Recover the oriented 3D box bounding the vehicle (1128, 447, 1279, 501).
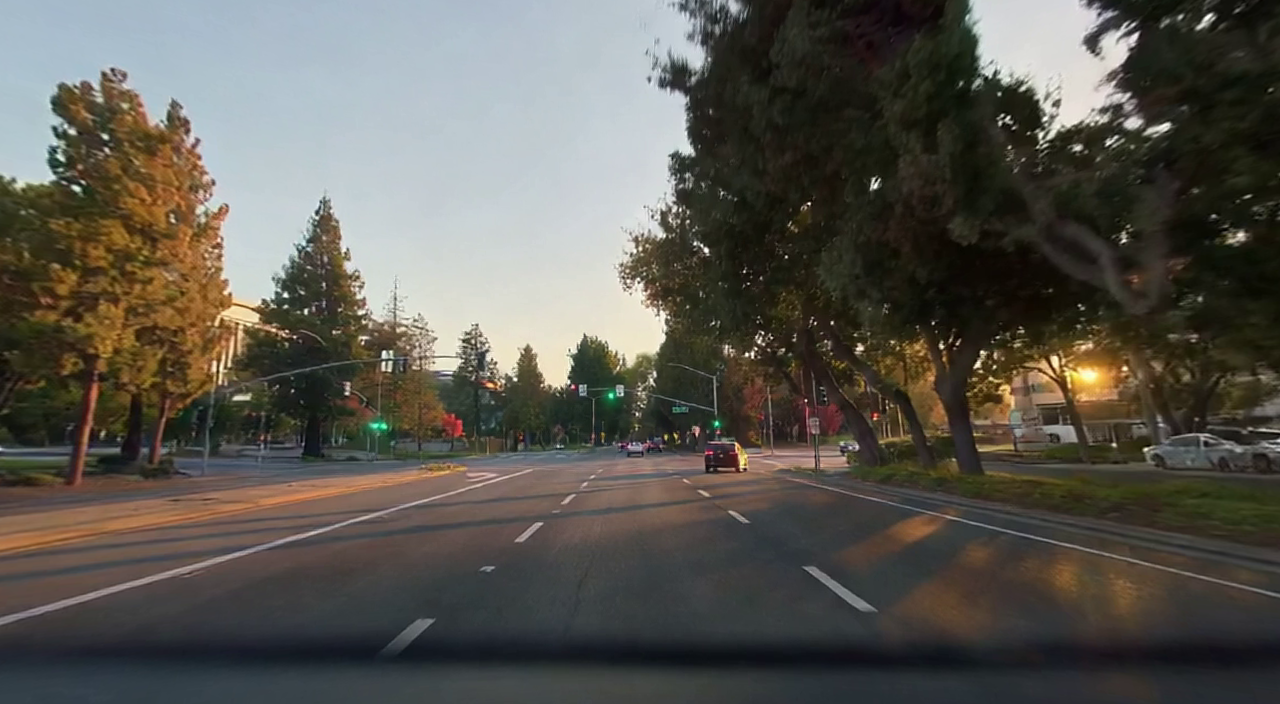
[{"bbox_3d":[16.332,3.411,17.940,3.631,1.372,1.825,-8,-12,43],"label":"vehicle"}]

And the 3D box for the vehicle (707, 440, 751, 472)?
[{"bbox_3d":[5.127,5.952,36.519,2.289,1.503,4.595,3,-7,8],"label":"vehicle"}]
